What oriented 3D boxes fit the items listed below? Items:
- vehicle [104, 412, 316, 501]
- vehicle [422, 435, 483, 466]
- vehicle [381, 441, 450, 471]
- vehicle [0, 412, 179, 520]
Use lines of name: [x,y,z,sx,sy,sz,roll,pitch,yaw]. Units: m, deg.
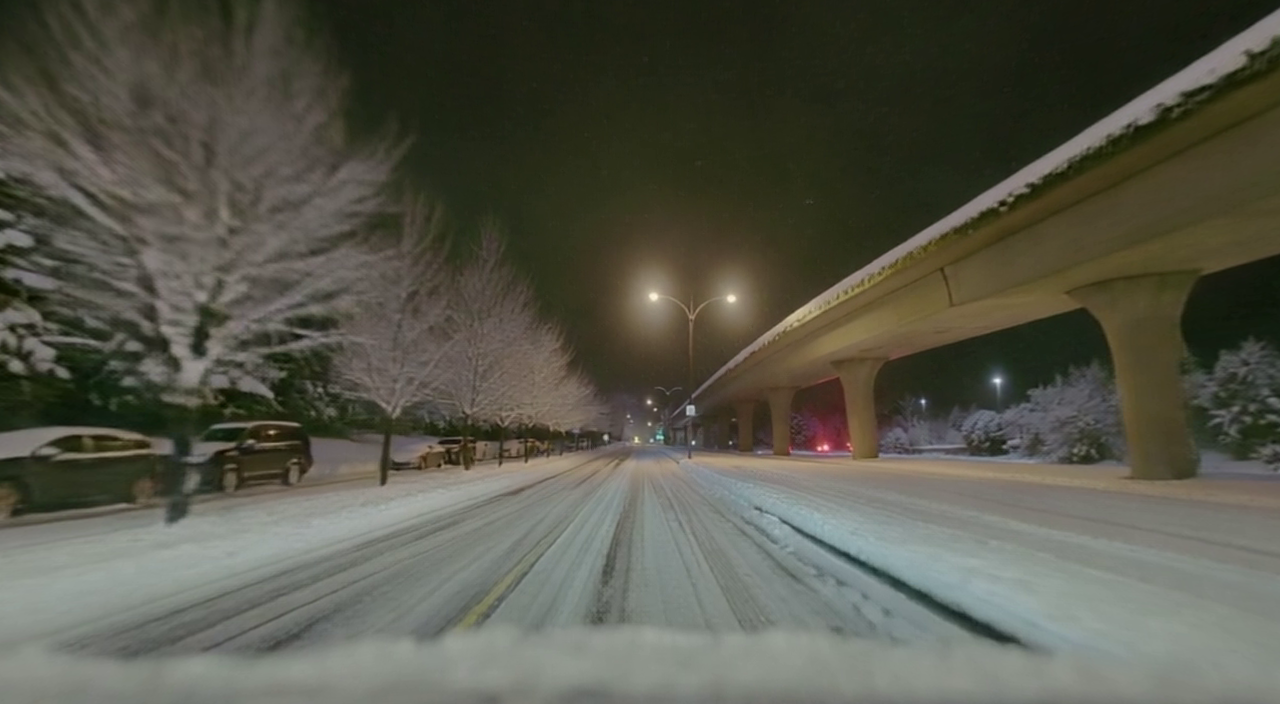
vehicle: [-13.345,3.292,20.400,2.307,2.349,6.335,1,-8,0]
vehicle: [-12.603,6.644,42.895,2.064,1.809,5.545,4,-8,3]
vehicle: [-13.001,6.029,36.930,2.156,1.489,4.758,4,-8,2]
vehicle: [-13.232,2.435,13.968,2.136,2.016,5.354,2,-9,-3]
